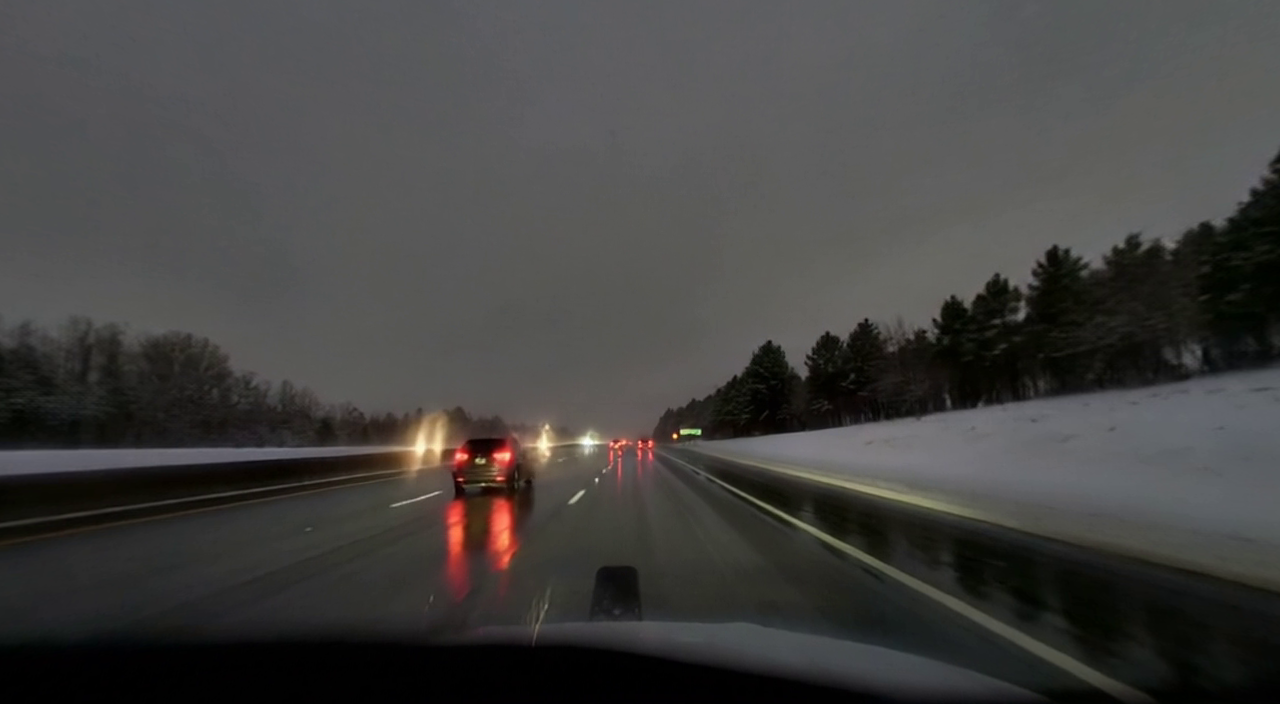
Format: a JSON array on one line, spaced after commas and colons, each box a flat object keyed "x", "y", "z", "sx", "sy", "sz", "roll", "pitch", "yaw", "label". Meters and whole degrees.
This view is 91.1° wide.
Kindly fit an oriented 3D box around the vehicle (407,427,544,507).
[{"x": -3.634, "y": 2.597, "z": 14.800, "sx": 2.039, "sy": 1.589, "sz": 4.324, "roll": 0, "pitch": -8, "yaw": 0, "label": "vehicle"}]
